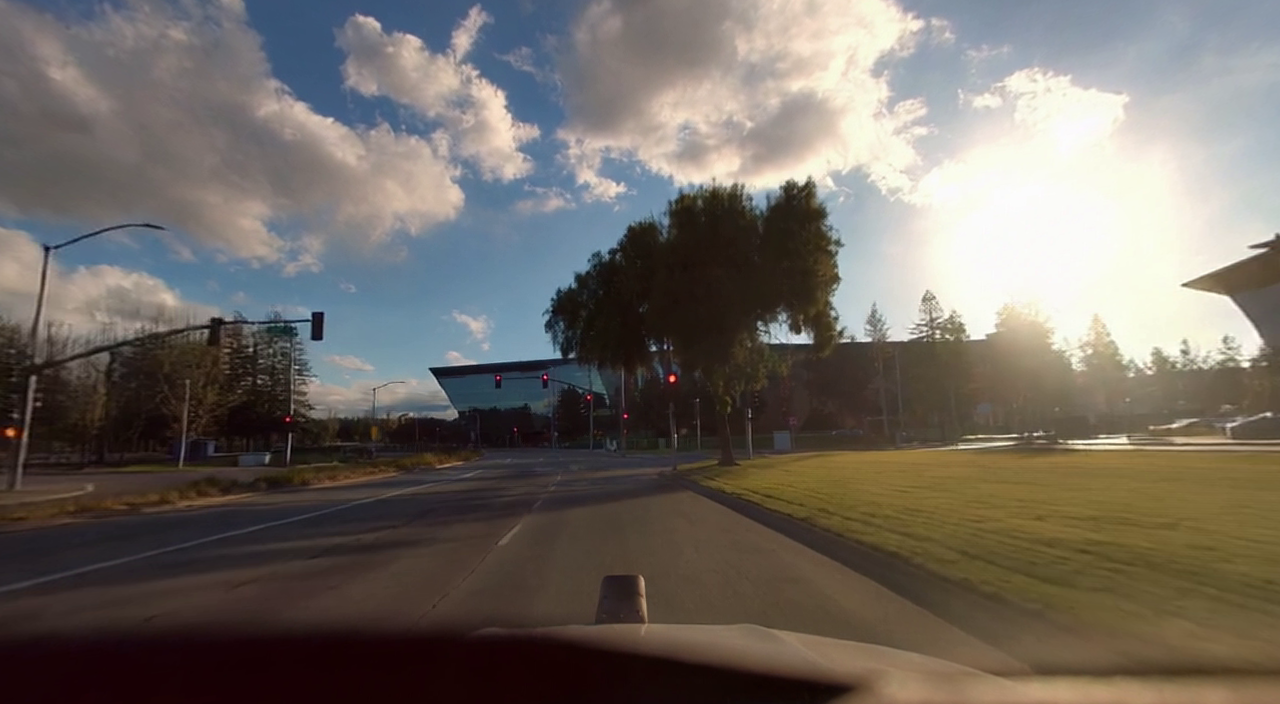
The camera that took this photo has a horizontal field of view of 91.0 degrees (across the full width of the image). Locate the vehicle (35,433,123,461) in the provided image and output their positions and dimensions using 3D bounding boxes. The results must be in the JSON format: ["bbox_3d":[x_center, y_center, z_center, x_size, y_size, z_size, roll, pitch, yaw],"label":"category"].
[{"bbox_3d":[-43.637,7.431,49.173,2.119,2.013,5.475,1,-9,-5],"label":"vehicle"}]
